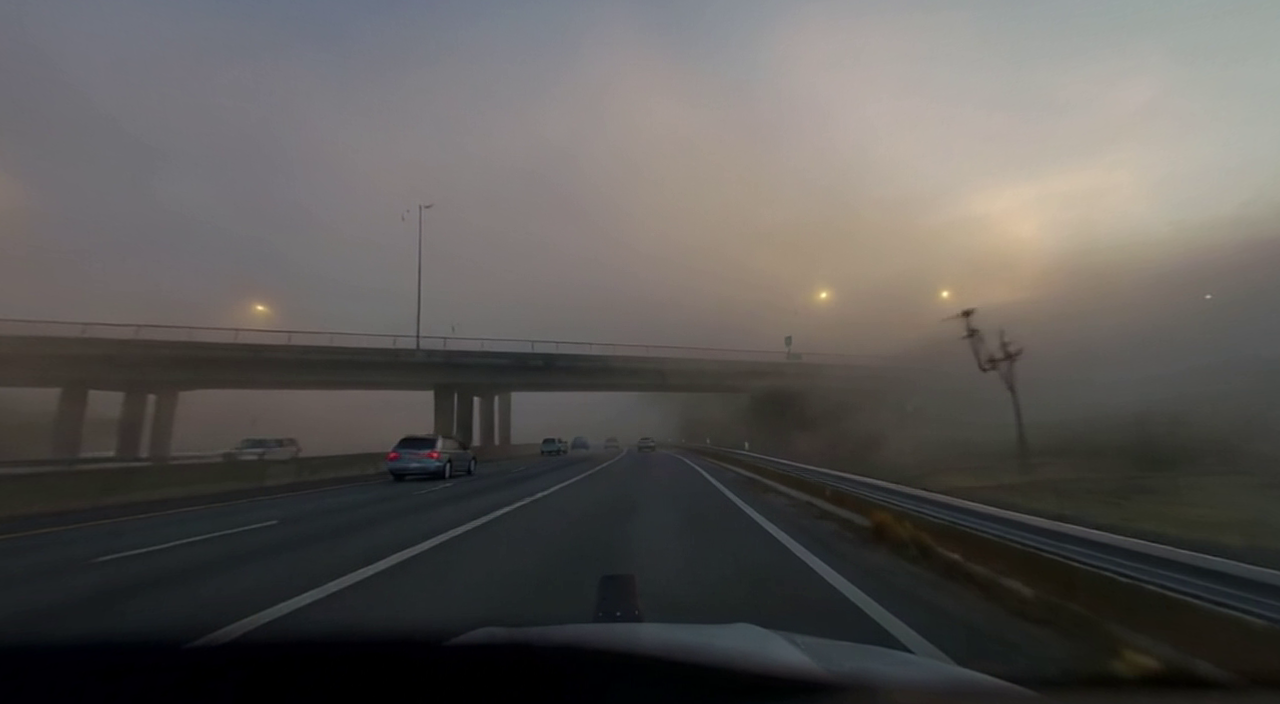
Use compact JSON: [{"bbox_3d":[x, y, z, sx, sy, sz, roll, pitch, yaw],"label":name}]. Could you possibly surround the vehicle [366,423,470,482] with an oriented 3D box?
[{"bbox_3d":[-7.786,3.559,22.593,1.956,1.888,4.512,0,-8,2],"label":"vehicle"}]
